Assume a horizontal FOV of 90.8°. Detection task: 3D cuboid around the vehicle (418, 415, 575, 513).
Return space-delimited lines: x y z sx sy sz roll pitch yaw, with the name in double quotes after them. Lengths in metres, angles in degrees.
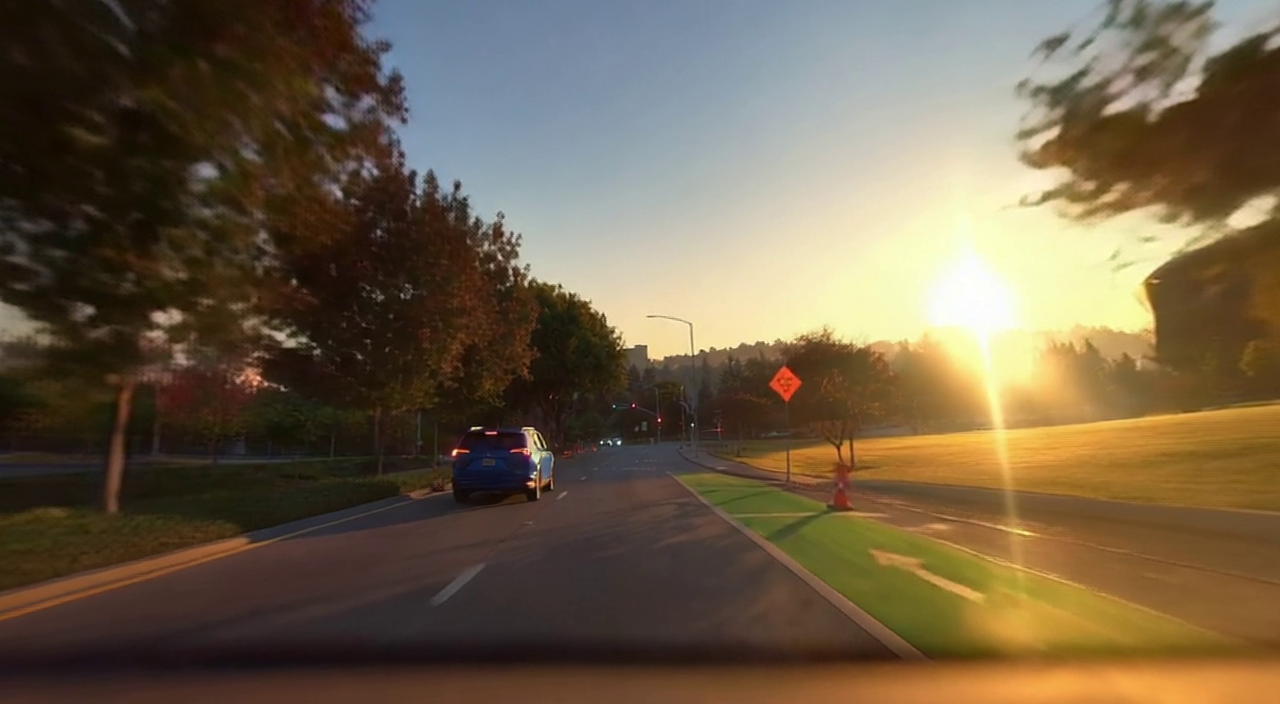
-2.902 2.419 14.064 2.339 1.790 4.629 -1 -8 1 "vehicle"
